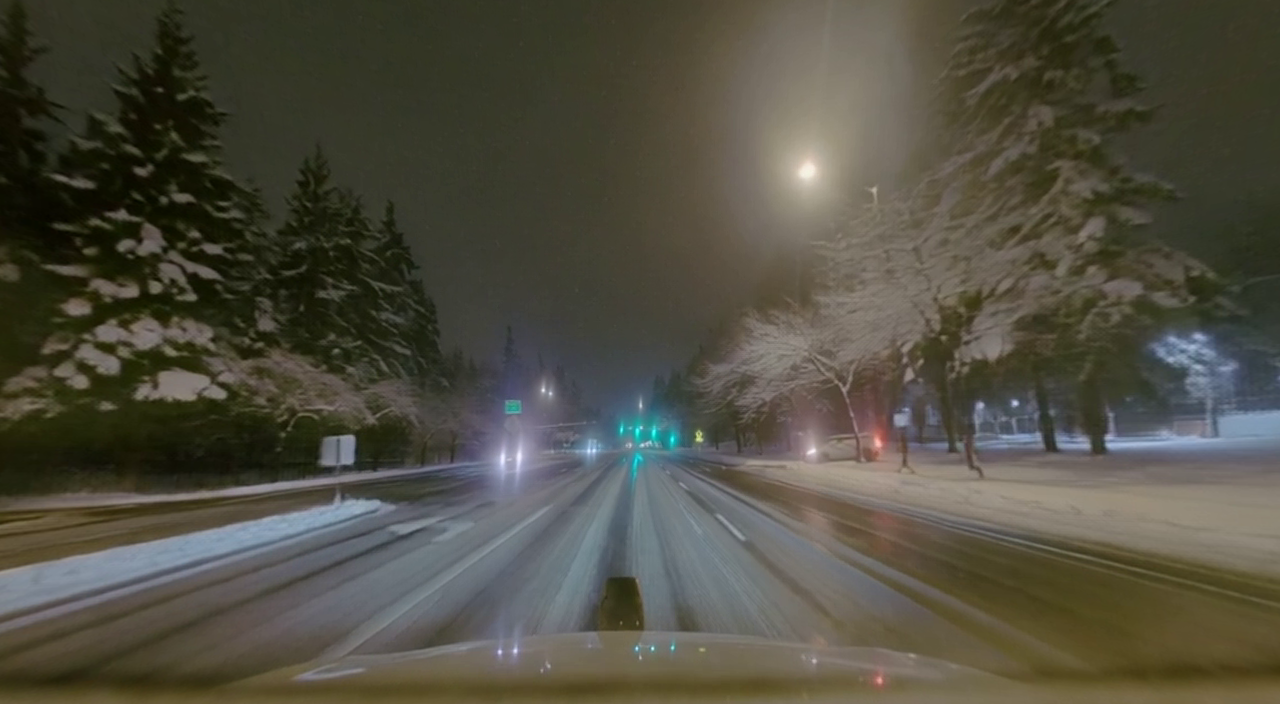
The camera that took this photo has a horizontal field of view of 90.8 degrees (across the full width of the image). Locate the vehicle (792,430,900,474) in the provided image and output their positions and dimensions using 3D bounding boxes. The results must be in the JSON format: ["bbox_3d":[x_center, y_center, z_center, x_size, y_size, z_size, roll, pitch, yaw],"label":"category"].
[{"bbox_3d":[12.330,5.993,38.116,5.581,1.926,2.324,-7,-7,-1],"label":"vehicle"}]
